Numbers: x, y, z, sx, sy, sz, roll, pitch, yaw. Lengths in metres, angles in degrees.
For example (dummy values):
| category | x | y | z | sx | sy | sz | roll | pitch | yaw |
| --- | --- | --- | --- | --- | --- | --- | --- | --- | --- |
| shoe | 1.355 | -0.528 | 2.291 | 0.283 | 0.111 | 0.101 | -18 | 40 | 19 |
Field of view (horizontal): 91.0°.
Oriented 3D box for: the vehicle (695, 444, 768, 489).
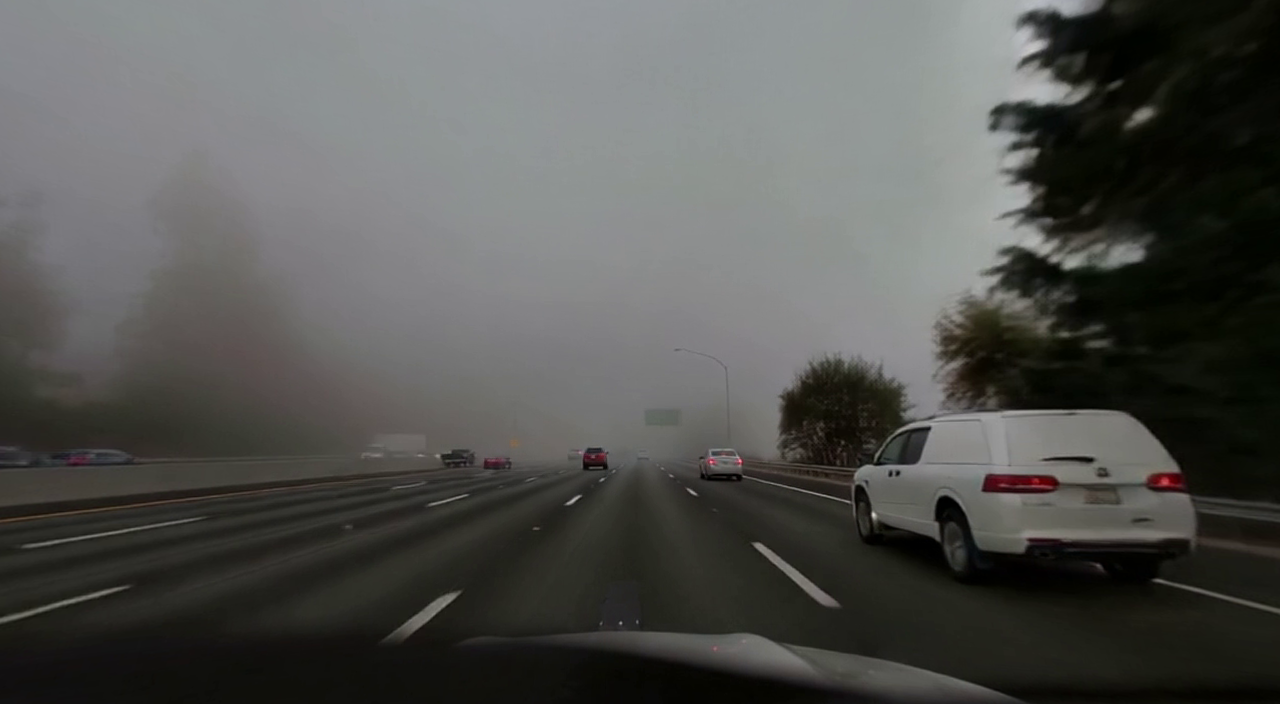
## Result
| category | x | y | z | sx | sy | sz | roll | pitch | yaw |
| --- | --- | --- | --- | --- | --- | --- | --- | --- | --- |
| vehicle | 3.426 | 4.375 | 24.434 | 2.126 | 1.529 | 4.438 | 0 | -9 | 0 |

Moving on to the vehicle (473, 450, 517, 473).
| category | x | y | z | sx | sy | sz | roll | pitch | yaw |
| --- | --- | --- | --- | --- | --- | --- | --- | --- | --- |
| vehicle | -10.298 | 7.767 | 44.956 | 1.974 | 1.472 | 4.684 | 0 | -9 | 1 |

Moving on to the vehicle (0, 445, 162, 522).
| category | x | y | z | sx | sy | sz | roll | pitch | yaw |
| --- | --- | --- | --- | --- | --- | --- | --- | --- | --- |
| vehicle | -13.676 | 2.857 | 14.094 | 1.959 | 1.520 | 5.068 | 0 | -9 | 0 |

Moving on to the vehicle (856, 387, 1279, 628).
| category | x | y | z | sx | sy | sz | roll | pitch | yaw |
| --- | --- | --- | --- | --- | --- | --- | --- | --- | --- |
| vehicle | 4.411 | 1.510 | 7.135 | 2.218 | 1.776 | 4.807 | 0 | -9 | 0 |

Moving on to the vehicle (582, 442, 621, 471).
| category | x | y | z | sx | sy | sz | roll | pitch | yaw |
| --- | --- | --- | --- | --- | --- | --- | --- | --- | --- |
| vehicle | -2.676 | 7.518 | 45.452 | 2.449 | 1.929 | 5.503 | 0 | -9 | 0 |
